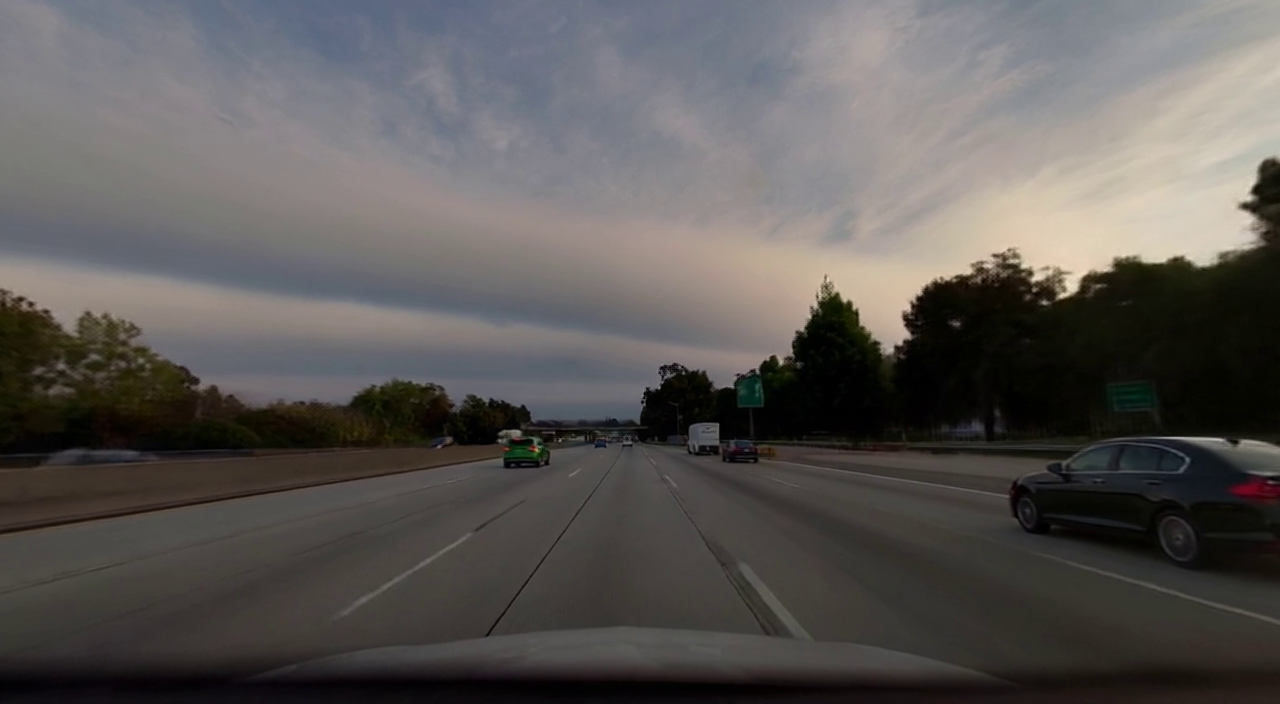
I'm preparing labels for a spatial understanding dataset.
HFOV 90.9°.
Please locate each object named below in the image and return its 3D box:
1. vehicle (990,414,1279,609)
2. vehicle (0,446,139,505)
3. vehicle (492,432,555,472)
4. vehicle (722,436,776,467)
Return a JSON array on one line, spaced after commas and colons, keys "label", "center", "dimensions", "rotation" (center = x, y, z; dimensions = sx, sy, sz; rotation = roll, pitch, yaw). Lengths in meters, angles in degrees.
[{"label": "vehicle", "center": [5.920, 1.457, 6.589], "dimensions": [2.028, 1.488, 4.236], "rotation": [0, -8, -1]}, {"label": "vehicle", "center": [-16.645, 3.407, 17.879], "dimensions": [1.761, 1.419, 3.733], "rotation": [0, -8, -1]}, {"label": "vehicle", "center": [-4.849, 4.198, 26.743], "dimensions": [1.966, 1.570, 3.859], "rotation": [0, -8, -1]}, {"label": "vehicle", "center": [5.428, 4.991, 31.943], "dimensions": [1.920, 1.436, 3.890], "rotation": [0, -8, -2]}]
